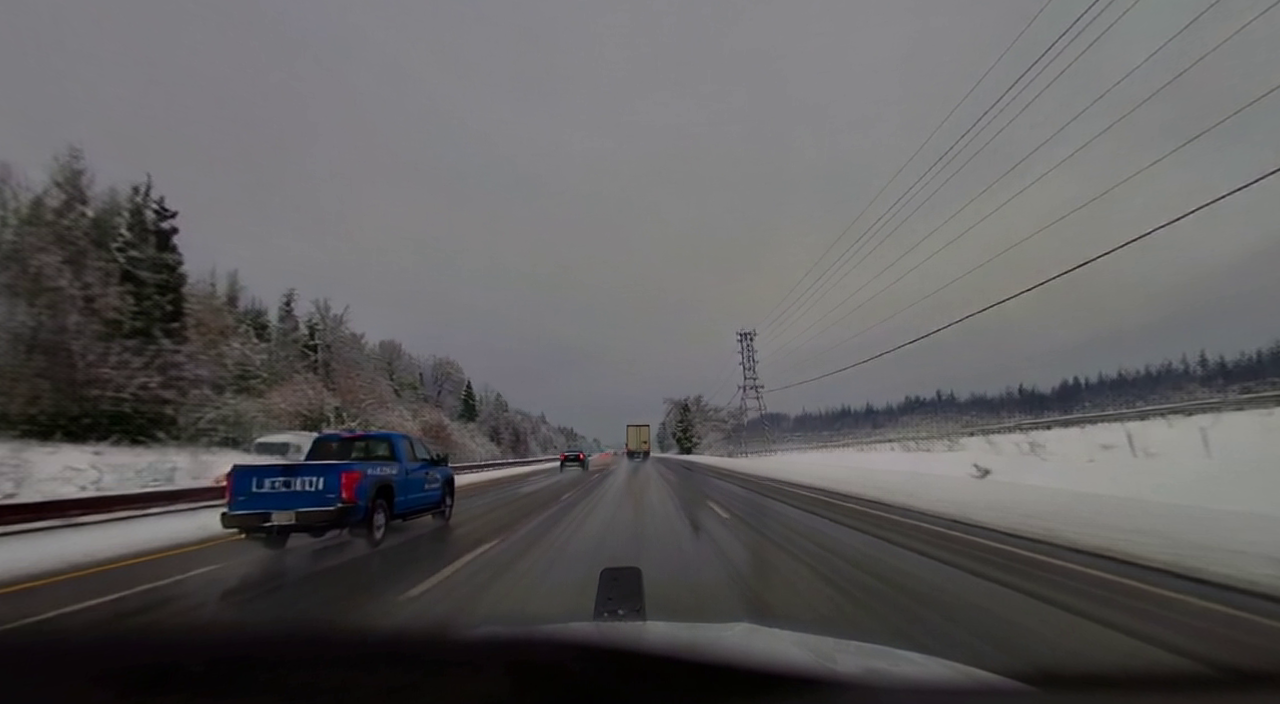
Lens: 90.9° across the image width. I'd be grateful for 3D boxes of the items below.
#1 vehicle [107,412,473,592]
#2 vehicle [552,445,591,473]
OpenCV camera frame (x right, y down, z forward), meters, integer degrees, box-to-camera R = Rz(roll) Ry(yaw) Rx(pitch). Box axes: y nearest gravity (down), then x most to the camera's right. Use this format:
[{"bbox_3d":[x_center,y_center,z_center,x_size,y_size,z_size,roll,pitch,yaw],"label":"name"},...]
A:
[{"bbox_3d":[-4.002,1.805,8.547,2.049,1.697,4.998,0,-9,0],"label":"vehicle"},{"bbox_3d":[-4.448,6.995,41.444,2.111,1.735,4.066,0,-9,1],"label":"vehicle"}]
